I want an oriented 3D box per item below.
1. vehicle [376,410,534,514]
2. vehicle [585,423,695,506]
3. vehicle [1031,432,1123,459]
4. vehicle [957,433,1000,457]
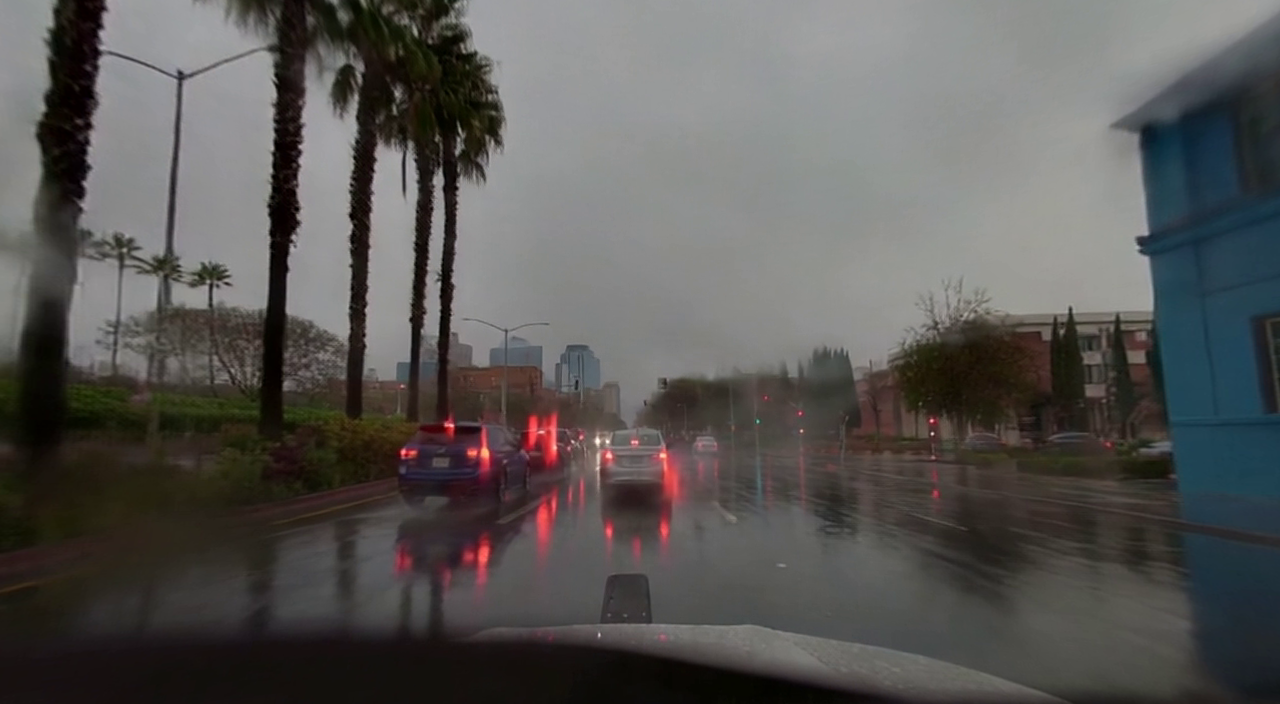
[{"bbox_3d":[-3.486,2.172,12.852,1.914,1.741,4.398,0,-8,-1],"label":"vehicle"},{"bbox_3d":[-0.015,2.483,14.318,2.114,1.585,4.285,0,-8,-1],"label":"vehicle"},{"bbox_3d":[25.418,5.454,36.732,3.914,1.427,1.779,-2,-8,5],"label":"vehicle"},{"bbox_3d":[25.853,7.127,48.280,1.882,1.672,3.957,-2,-9,14],"label":"vehicle"}]
